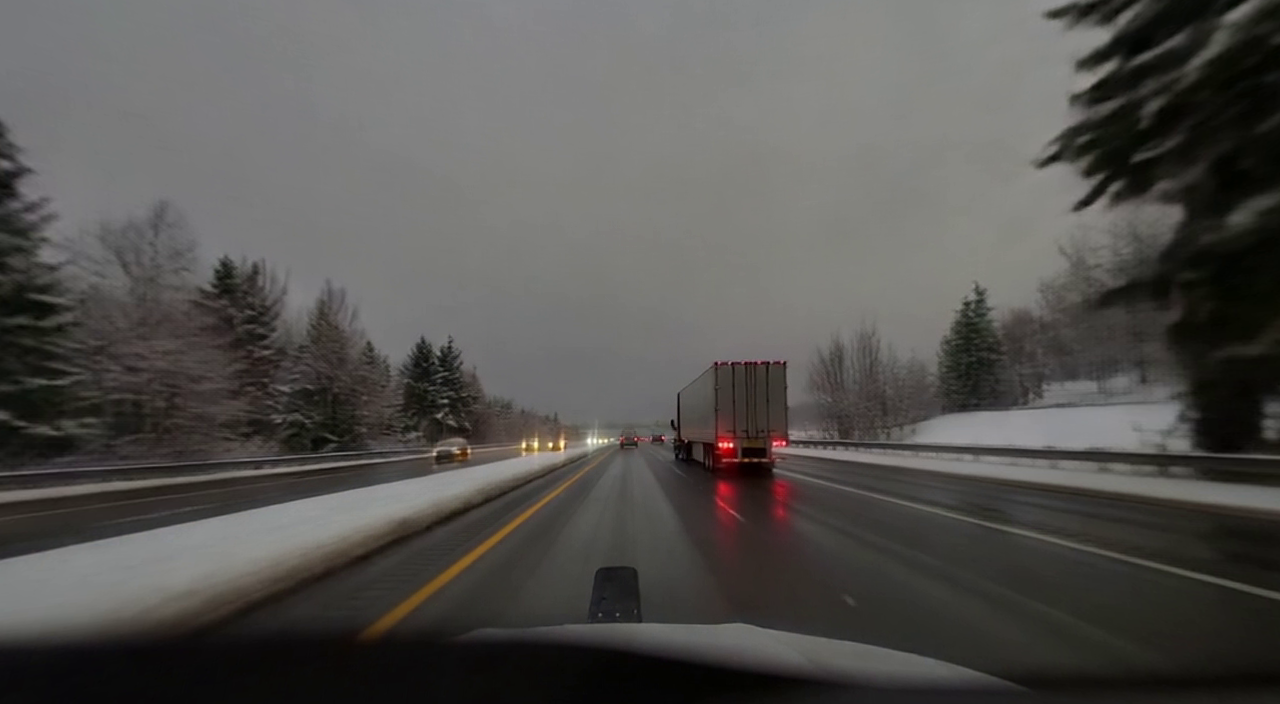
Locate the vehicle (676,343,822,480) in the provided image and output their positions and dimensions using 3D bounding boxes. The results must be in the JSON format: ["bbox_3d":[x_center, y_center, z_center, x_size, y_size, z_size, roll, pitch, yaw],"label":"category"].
[{"bbox_3d":[3.557,2.649,25.267,3.038,3.975,13.887,0,-8,-1],"label":"vehicle"}]

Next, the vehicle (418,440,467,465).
[{"bbox_3d":[-13.176,6.712,42.336,1.929,1.605,4.299,0,-8,0],"label":"vehicle"}]
